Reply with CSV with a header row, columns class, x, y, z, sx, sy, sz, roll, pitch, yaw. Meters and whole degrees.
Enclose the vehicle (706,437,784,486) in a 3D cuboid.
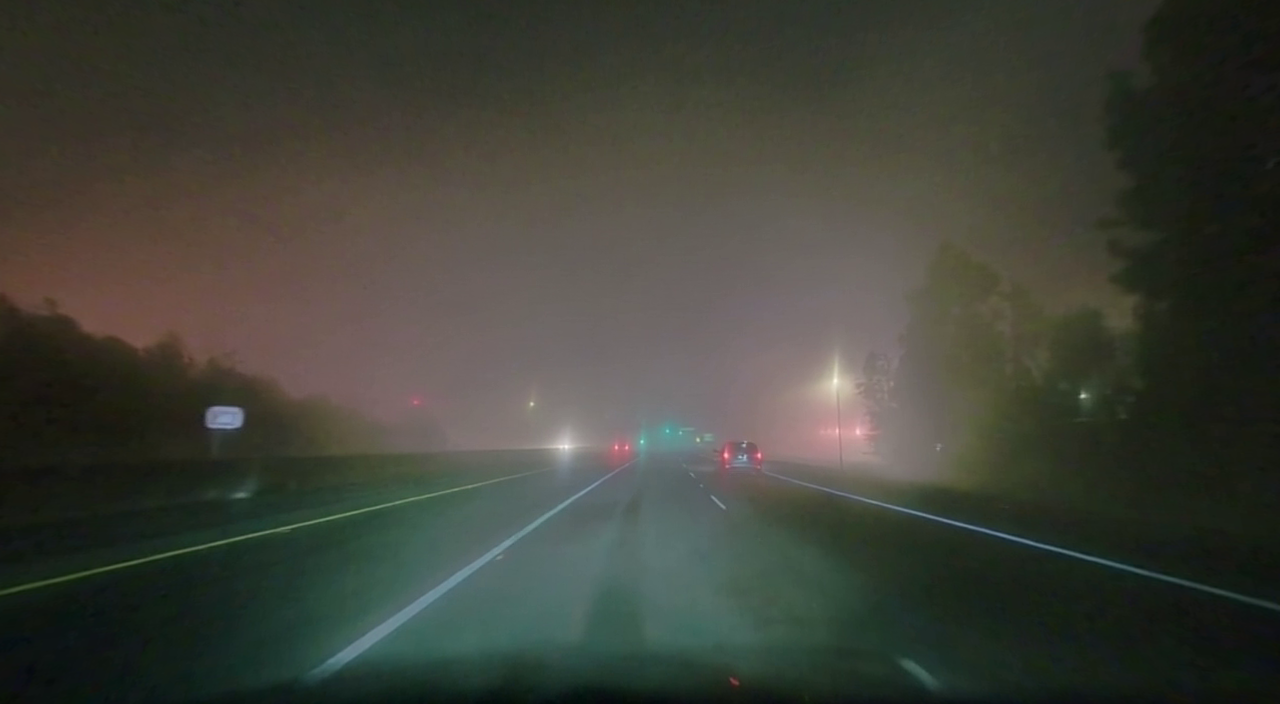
class,x,y,z,sx,sy,sz,roll,pitch,yaw
vehicle,3.748,4.020,23.414,2.085,1.594,4.848,0,-9,0
